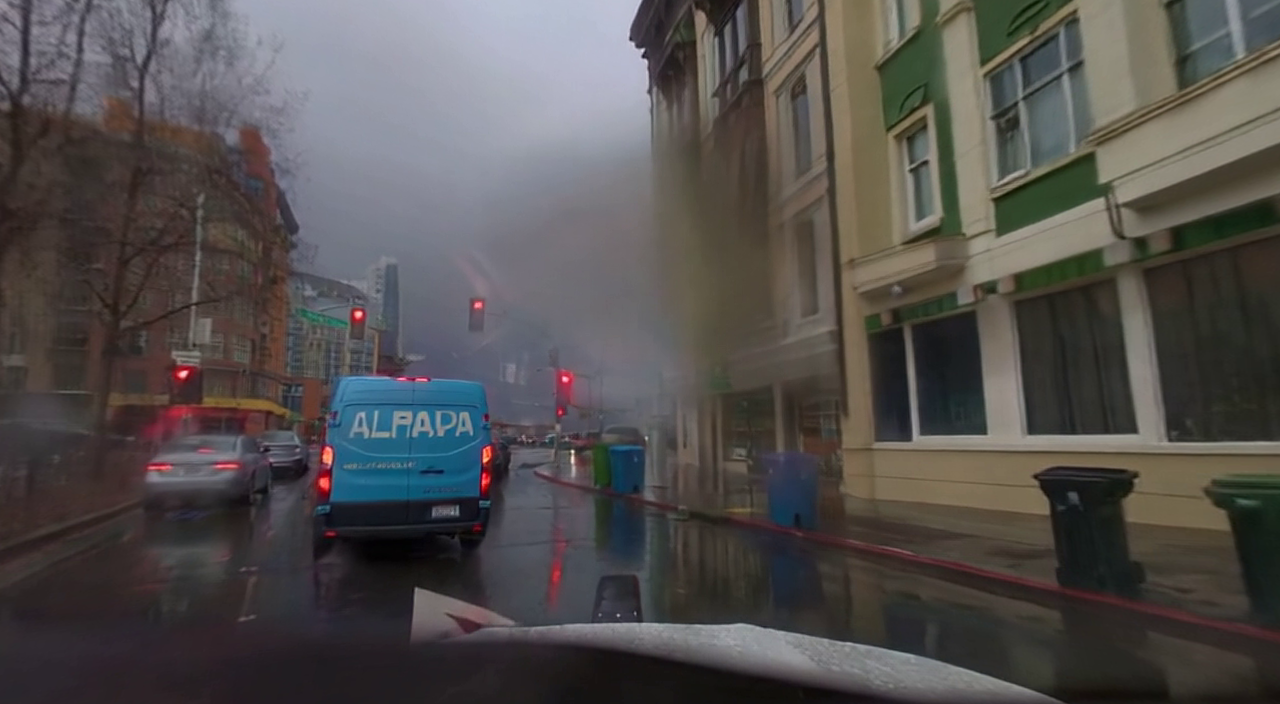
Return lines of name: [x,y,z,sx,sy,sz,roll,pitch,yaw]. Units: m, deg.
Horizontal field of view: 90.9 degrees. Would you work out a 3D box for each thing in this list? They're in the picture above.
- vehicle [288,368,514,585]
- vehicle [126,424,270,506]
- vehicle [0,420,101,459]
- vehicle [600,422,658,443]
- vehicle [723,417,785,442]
vehicle: [-3.105,1.408,7.948,1.951,1.907,4.266,4,-9,-25]
vehicle: [-9.076,2.288,13.259,1.841,1.461,3.426,4,-9,-25]
vehicle: [-26.229,3.813,27.474,3.846,1.616,1.840,5,-9,-35]
vehicle: [-0.792,5.873,45.835,3.885,1.449,1.757,4,-9,-26]
vehicle: [7.899,5.367,43.426,4.020,1.572,1.718,6,-10,-30]
